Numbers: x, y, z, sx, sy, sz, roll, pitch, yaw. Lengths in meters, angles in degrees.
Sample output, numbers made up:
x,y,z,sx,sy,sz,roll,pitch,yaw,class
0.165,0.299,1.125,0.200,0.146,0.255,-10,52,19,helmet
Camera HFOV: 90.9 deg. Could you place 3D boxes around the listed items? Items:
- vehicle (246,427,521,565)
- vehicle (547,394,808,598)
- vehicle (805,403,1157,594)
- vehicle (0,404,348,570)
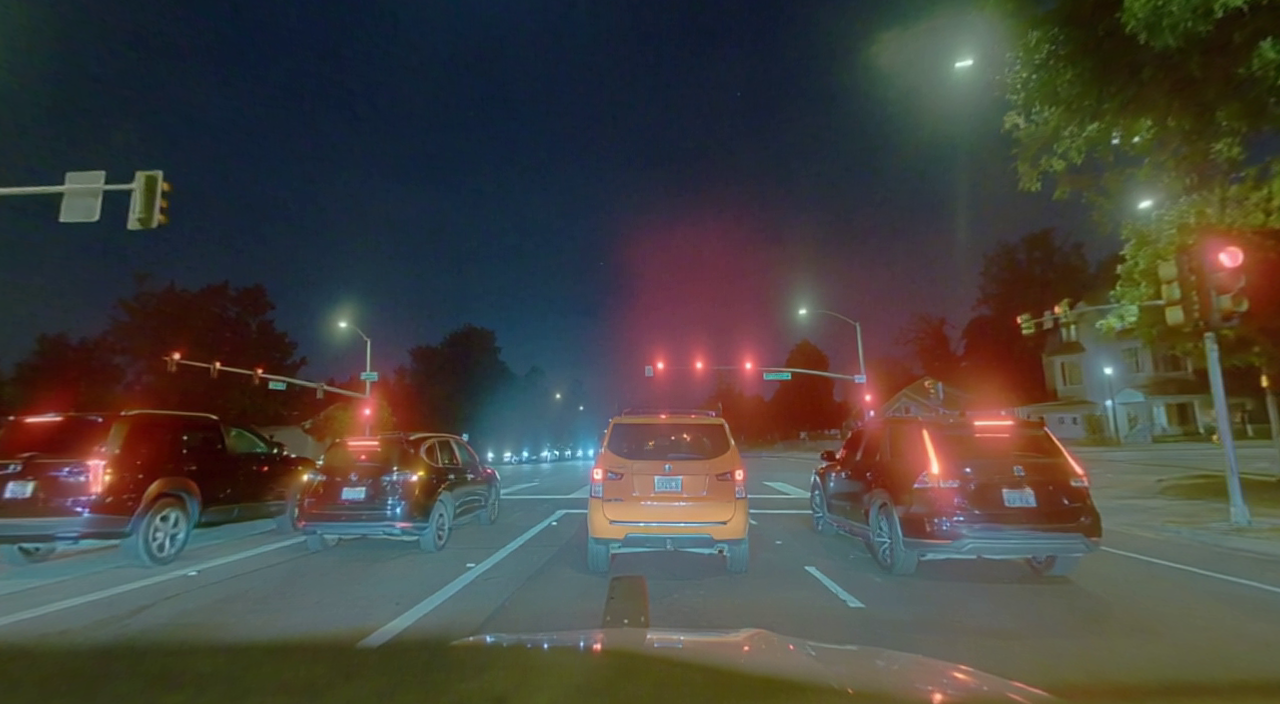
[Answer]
x,y,z,sx,sy,sz,roll,pitch,yaw,class
-3.228,1.886,9.101,1.885,1.475,4.359,-1,-8,4,vehicle
0.398,1.523,7.501,2.198,1.708,4.170,0,-8,2,vehicle
3.535,1.593,7.742,2.047,1.638,4.395,-1,-8,4,vehicle
-6.627,1.831,9.362,2.075,1.796,4.785,0,-8,3,vehicle
